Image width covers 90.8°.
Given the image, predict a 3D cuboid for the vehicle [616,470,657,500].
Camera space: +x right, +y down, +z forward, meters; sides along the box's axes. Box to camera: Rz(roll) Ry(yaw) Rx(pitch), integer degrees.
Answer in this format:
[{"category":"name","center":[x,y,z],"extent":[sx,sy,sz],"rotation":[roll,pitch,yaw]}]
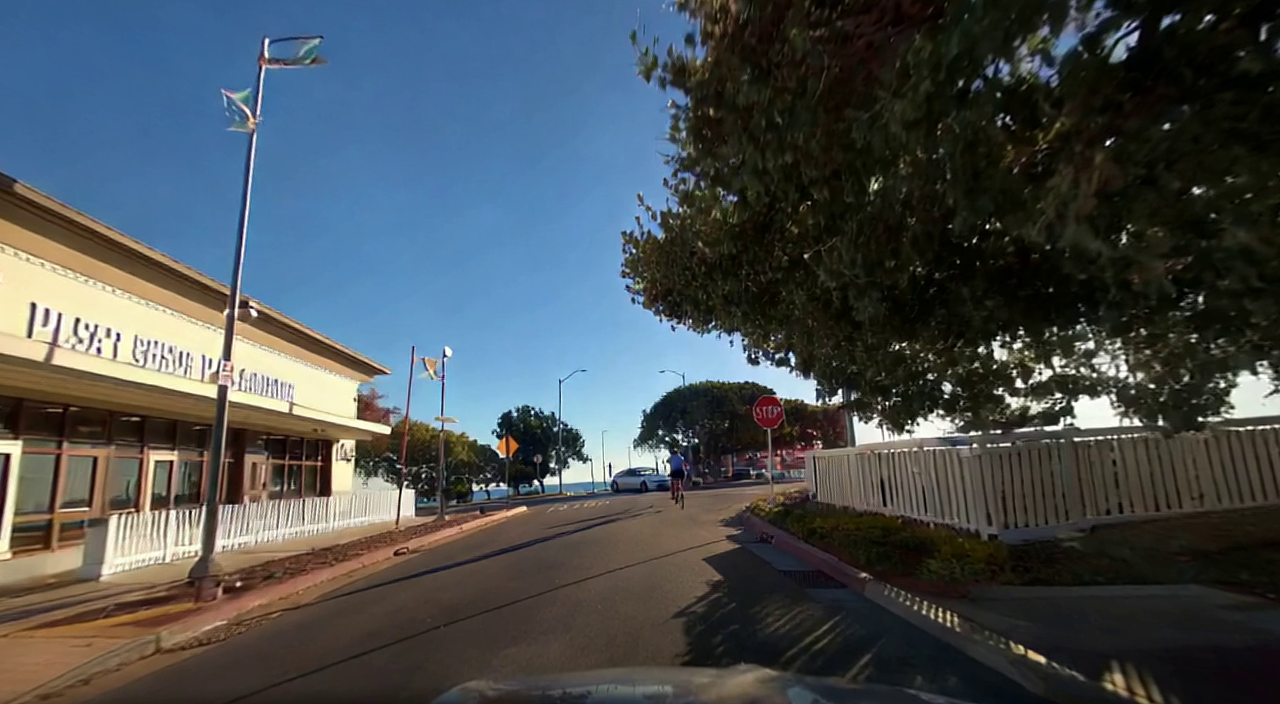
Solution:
[{"category":"vehicle","center":[-0.143,8.047,38.455],"extent":[2.112,1.479,5.323],"rotation":[-1,-9,4]}]
